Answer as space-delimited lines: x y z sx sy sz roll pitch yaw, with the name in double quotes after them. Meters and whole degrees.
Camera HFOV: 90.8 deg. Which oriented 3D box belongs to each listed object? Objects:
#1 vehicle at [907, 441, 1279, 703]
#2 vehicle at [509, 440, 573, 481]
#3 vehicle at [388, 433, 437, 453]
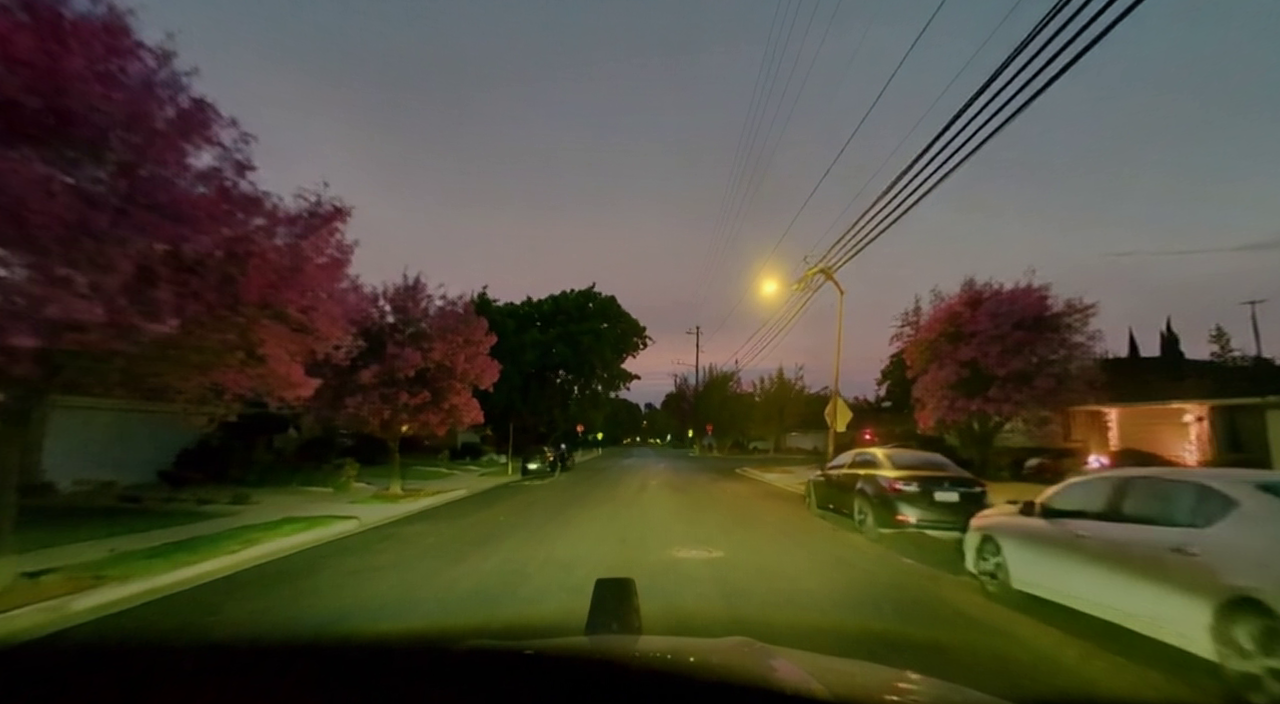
4.235 1.462 5.036 2.006 1.489 4.753 0 -8 -2 "vehicle"
-4.207 4.653 27.475 1.938 1.508 4.481 0 -7 1 "vehicle"
-18.015 7.162 49.904 1.870 1.492 4.472 8 -11 -43 "vehicle"
